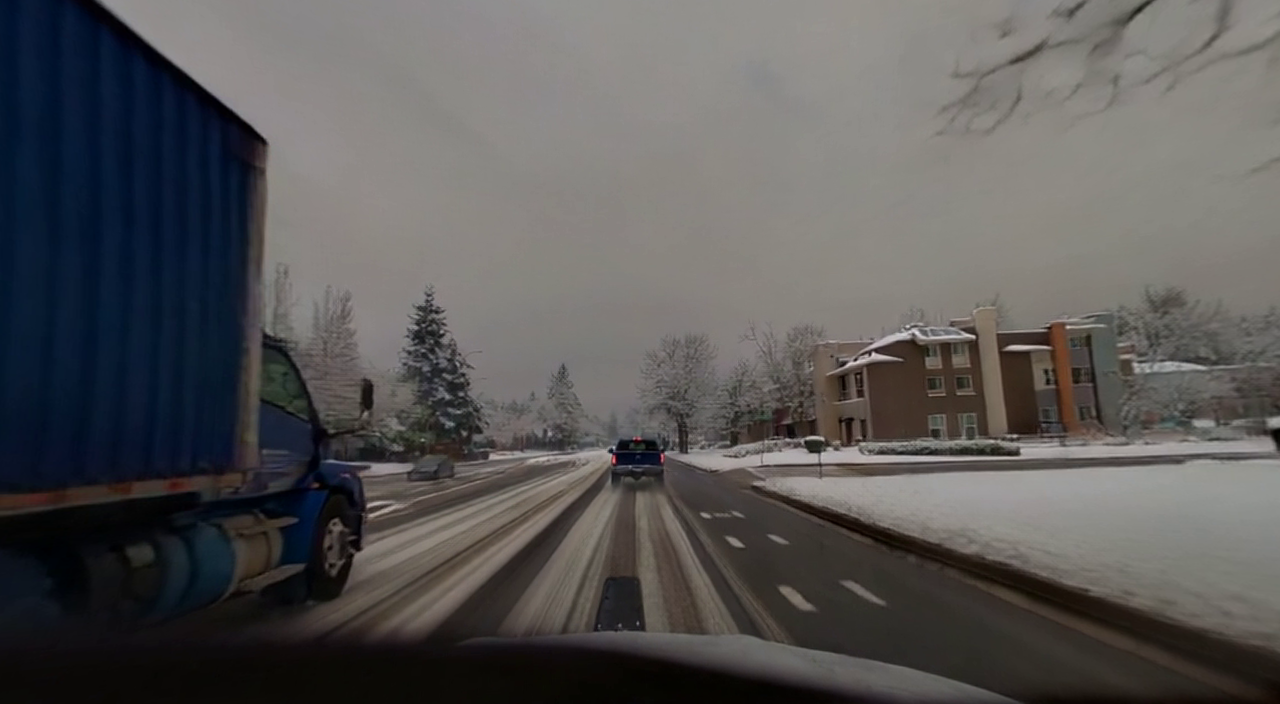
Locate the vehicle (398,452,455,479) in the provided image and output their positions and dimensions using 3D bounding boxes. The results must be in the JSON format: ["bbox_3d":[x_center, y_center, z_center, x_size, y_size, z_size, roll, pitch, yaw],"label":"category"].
[{"bbox_3d":[-12.102,6.439,36.112,1.797,1.364,4.169,0,-9,0],"label":"vehicle"}]

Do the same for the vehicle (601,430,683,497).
[{"bbox_3d":[0.024,3.120,18.013,2.094,1.682,3.866,0,-9,-1],"label":"vehicle"}]

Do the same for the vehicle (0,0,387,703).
[{"bbox_3d":[-3.900,-0.496,0.602,2.996,3.902,10.410,0,-9,0],"label":"vehicle"}]
